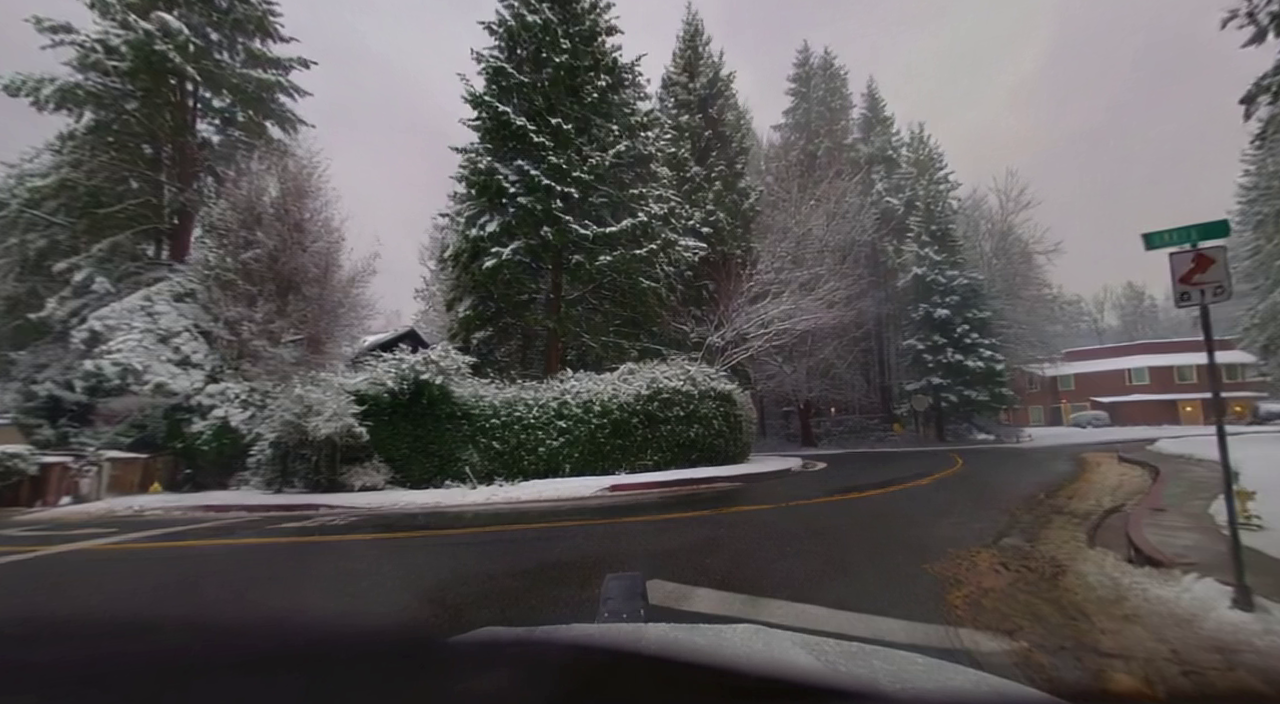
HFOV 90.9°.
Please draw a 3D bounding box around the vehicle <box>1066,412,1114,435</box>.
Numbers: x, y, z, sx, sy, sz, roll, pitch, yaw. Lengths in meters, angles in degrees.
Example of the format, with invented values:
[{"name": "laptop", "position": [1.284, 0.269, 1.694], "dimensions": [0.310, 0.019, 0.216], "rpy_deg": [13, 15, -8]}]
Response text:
[{"name": "vehicle", "position": [32.213, 5.095, 45.222], "dimensions": [1.802, 1.548, 3.501], "rpy_deg": [-3, -6, 20]}]
